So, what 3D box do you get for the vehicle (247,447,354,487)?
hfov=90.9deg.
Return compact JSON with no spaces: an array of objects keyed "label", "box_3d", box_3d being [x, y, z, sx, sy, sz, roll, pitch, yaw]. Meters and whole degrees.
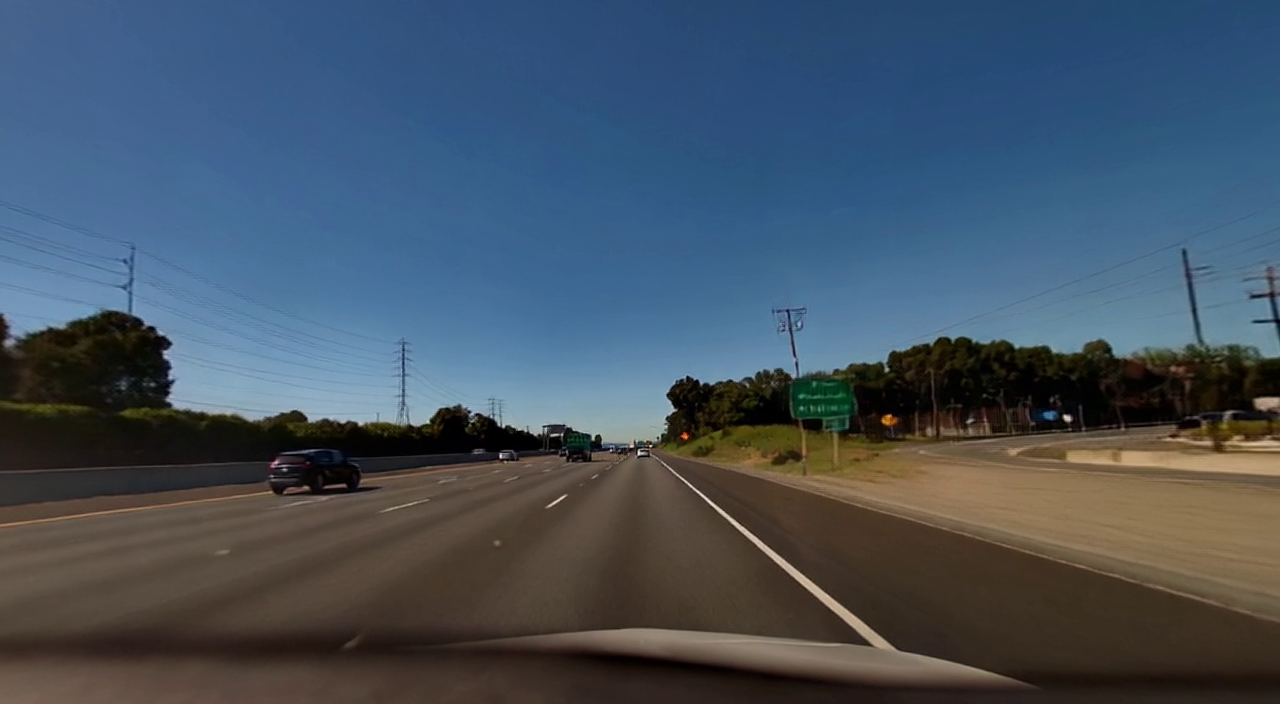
[{"label":"vehicle","box_3d":[-14.095,4.761,26.537,1.988,1.477,4.442,0,-8,1]}]
